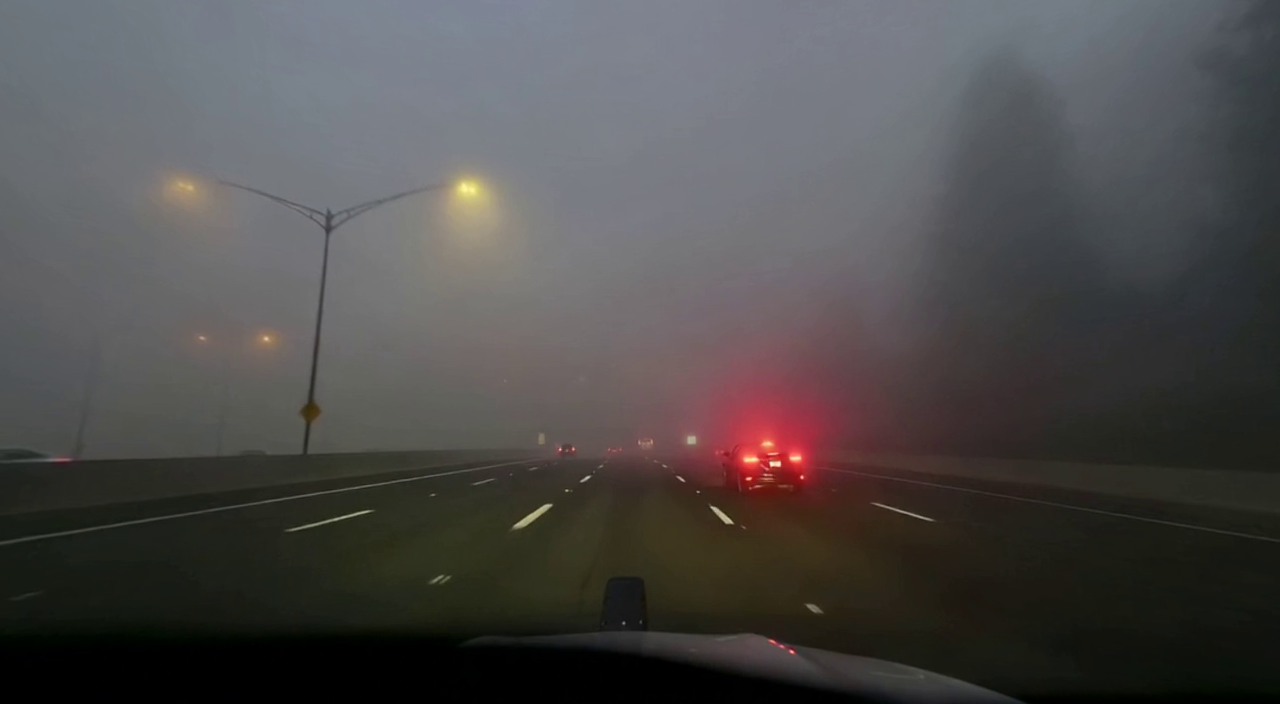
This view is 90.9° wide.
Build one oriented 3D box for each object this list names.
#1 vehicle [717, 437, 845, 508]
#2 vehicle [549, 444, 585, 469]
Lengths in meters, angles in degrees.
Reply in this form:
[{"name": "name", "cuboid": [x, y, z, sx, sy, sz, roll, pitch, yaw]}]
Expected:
[{"name": "vehicle", "cuboid": [3.317, 2.932, 15.938, 2.030, 1.490, 4.737, 0, -8, -1]}, {"name": "vehicle", "cuboid": [-4.661, 6.736, 40.790, 2.014, 1.481, 4.156, 0, -8, -2]}]
